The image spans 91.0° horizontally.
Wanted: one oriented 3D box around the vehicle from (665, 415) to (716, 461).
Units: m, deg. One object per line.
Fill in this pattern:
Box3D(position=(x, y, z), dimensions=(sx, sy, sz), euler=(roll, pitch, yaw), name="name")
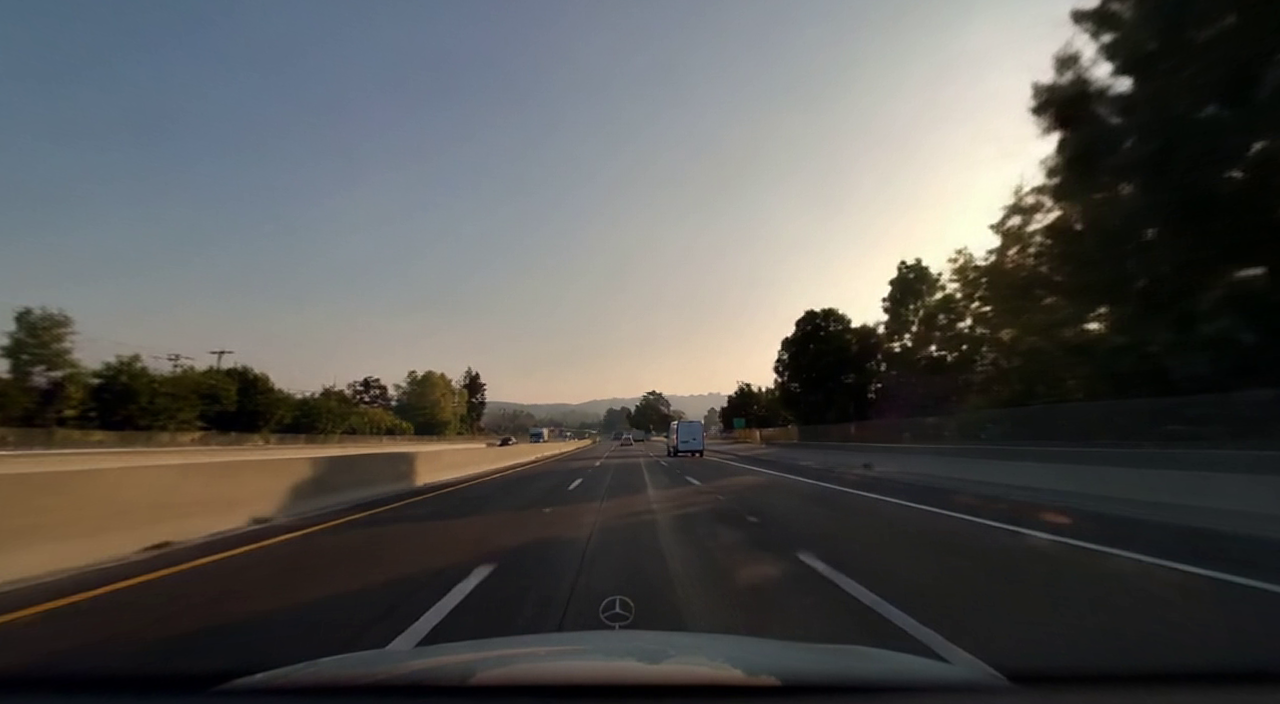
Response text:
Box3D(position=(3.141, 5.611, 40.928), dimensions=(2.431, 2.667, 6.921), euler=(0, -8, -2), name="vehicle")
